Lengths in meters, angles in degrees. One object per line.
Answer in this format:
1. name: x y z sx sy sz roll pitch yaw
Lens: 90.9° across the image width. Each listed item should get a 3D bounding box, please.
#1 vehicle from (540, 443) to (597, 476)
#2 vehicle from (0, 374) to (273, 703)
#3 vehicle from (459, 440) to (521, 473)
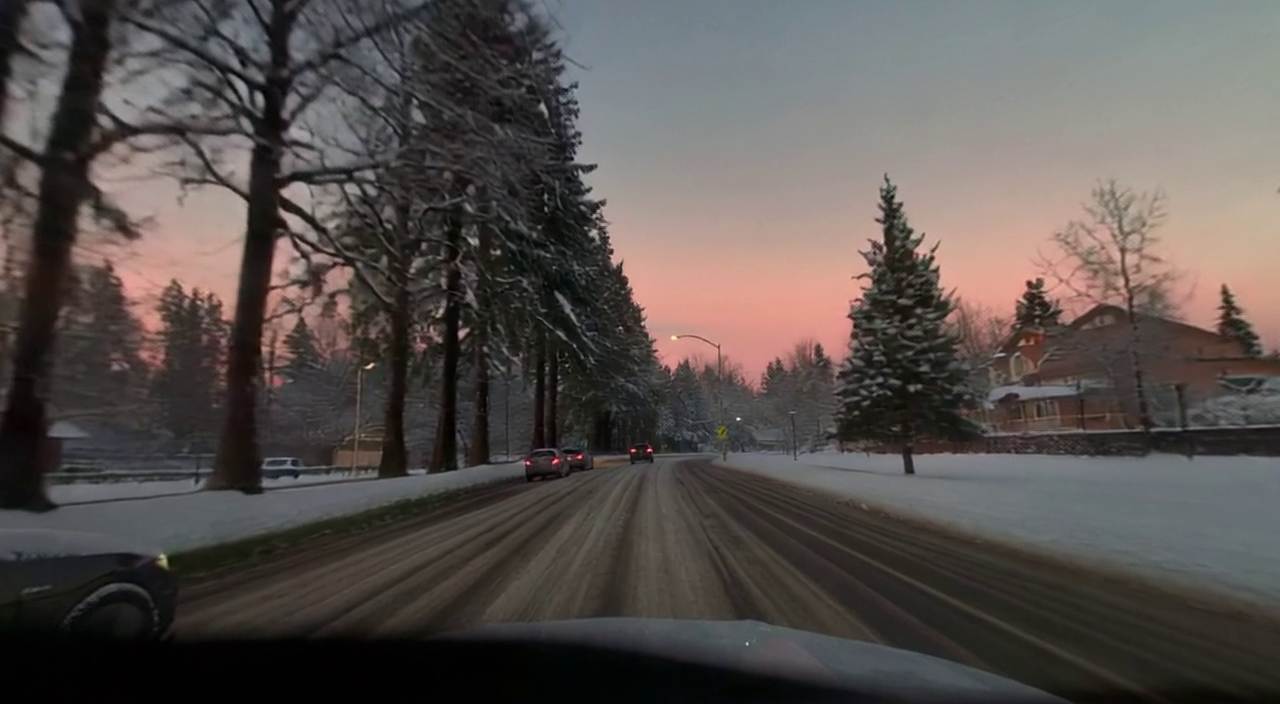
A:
1. vehicle: -3.406 5.245 31.109 2.188 1.473 4.651 0 -8 1
2. vehicle: -3.819 0.784 2.038 2.190 1.545 4.943 0 -8 1
3. vehicle: -7.716 5.407 32.837 2.110 1.529 4.743 0 -8 -1
